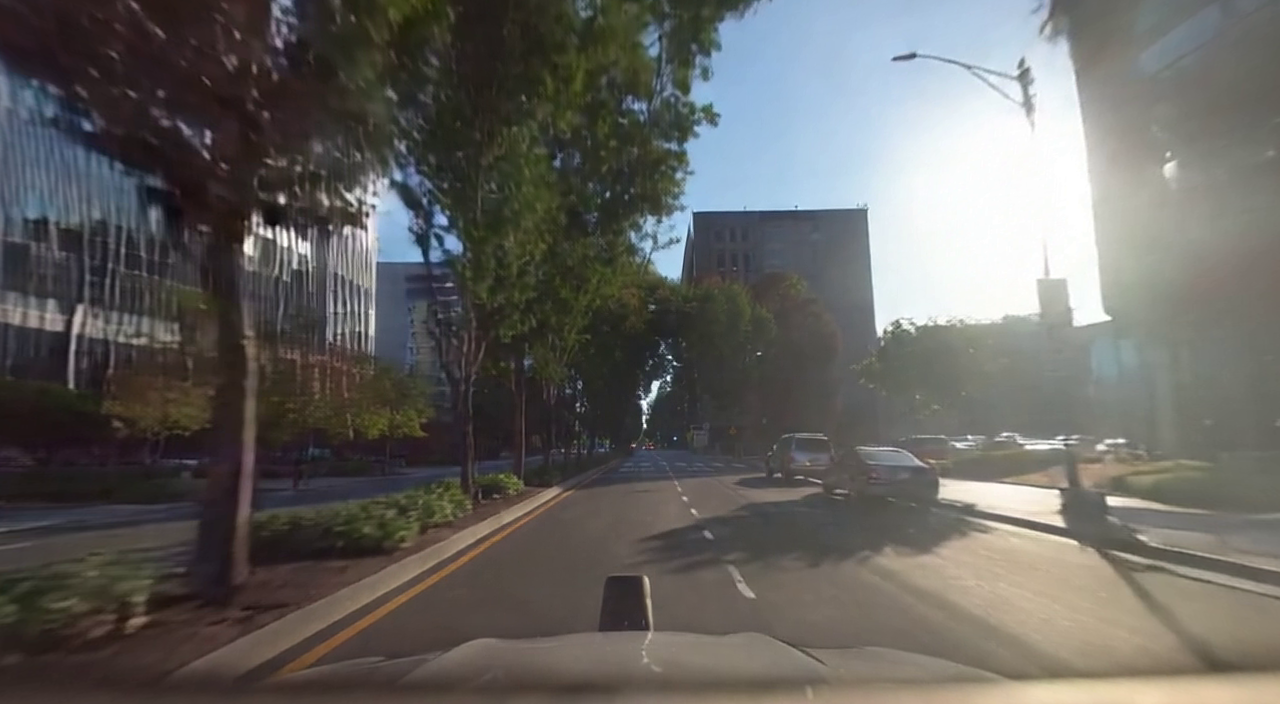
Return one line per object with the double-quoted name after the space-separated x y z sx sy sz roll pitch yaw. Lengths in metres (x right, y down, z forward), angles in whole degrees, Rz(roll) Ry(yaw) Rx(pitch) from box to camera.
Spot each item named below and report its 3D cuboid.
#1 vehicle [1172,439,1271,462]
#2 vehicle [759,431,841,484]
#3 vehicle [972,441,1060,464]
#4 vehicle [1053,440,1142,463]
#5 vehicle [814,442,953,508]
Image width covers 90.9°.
38.537 6.500 41.842 4.519 1.466 1.996 0 -8 1 "vehicle"
6.310 4.221 25.512 2.045 1.890 4.876 0 -8 0 "vehicle"
25.238 6.728 42.449 4.733 1.494 1.794 0 -8 0 "vehicle"
30.458 6.605 42.051 4.373 1.489 1.908 0 -8 1 "vehicle"
6.306 3.211 16.998 1.948 1.511 4.623 0 -8 1 "vehicle"
